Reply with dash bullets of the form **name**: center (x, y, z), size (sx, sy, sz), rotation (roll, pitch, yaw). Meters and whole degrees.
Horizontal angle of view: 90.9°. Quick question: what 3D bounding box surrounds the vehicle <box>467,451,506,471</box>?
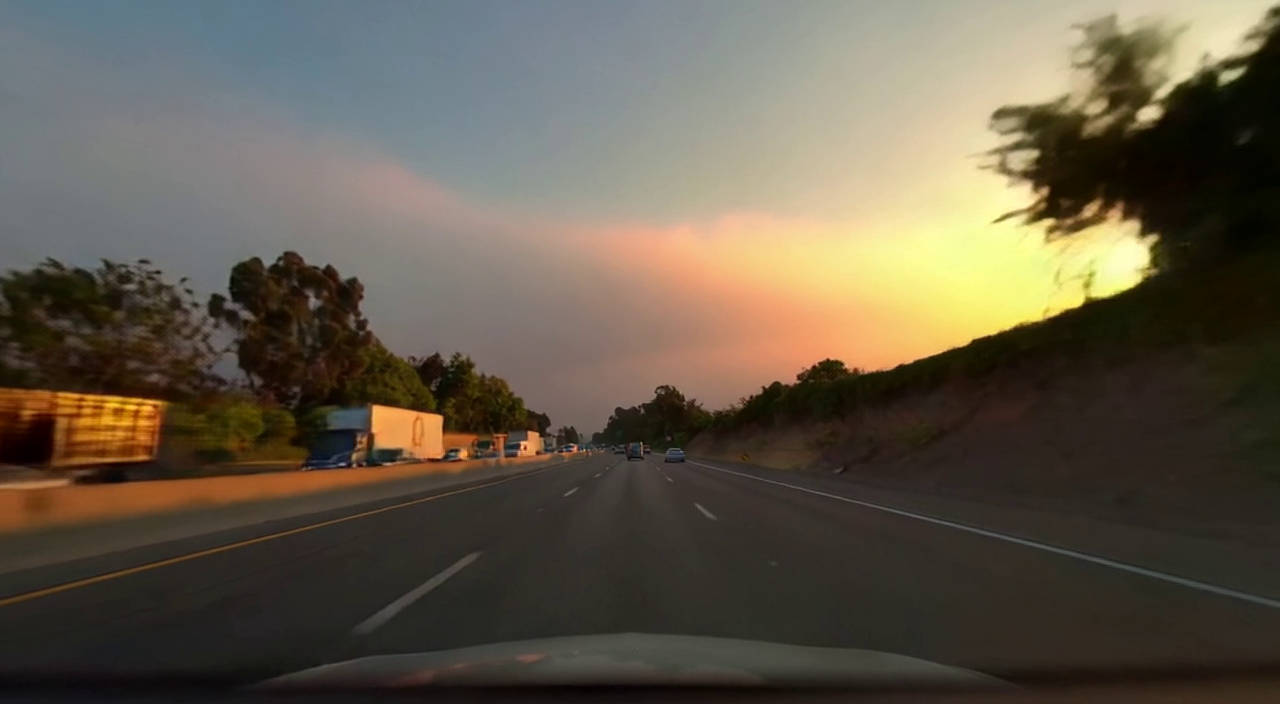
- **vehicle**: center (-11.702, 8.342, 48.296), size (1.945, 1.439, 4.329), rotation (0, -9, -1)

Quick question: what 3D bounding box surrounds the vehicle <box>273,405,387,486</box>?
- **vehicle**: center (-16.654, 5.125, 34.406), size (2.996, 3.982, 5.952), rotation (0, -9, 0)

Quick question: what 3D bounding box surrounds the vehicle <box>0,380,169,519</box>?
- **vehicle**: center (-20.337, 2.807, 18.186), size (2.813, 4.068, 14.060), rotation (0, -9, -1)

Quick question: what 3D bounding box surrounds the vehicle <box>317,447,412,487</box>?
- **vehicle**: center (-11.389, 4.764, 26.433), size (1.964, 1.522, 4.419), rotation (0, -9, 1)
